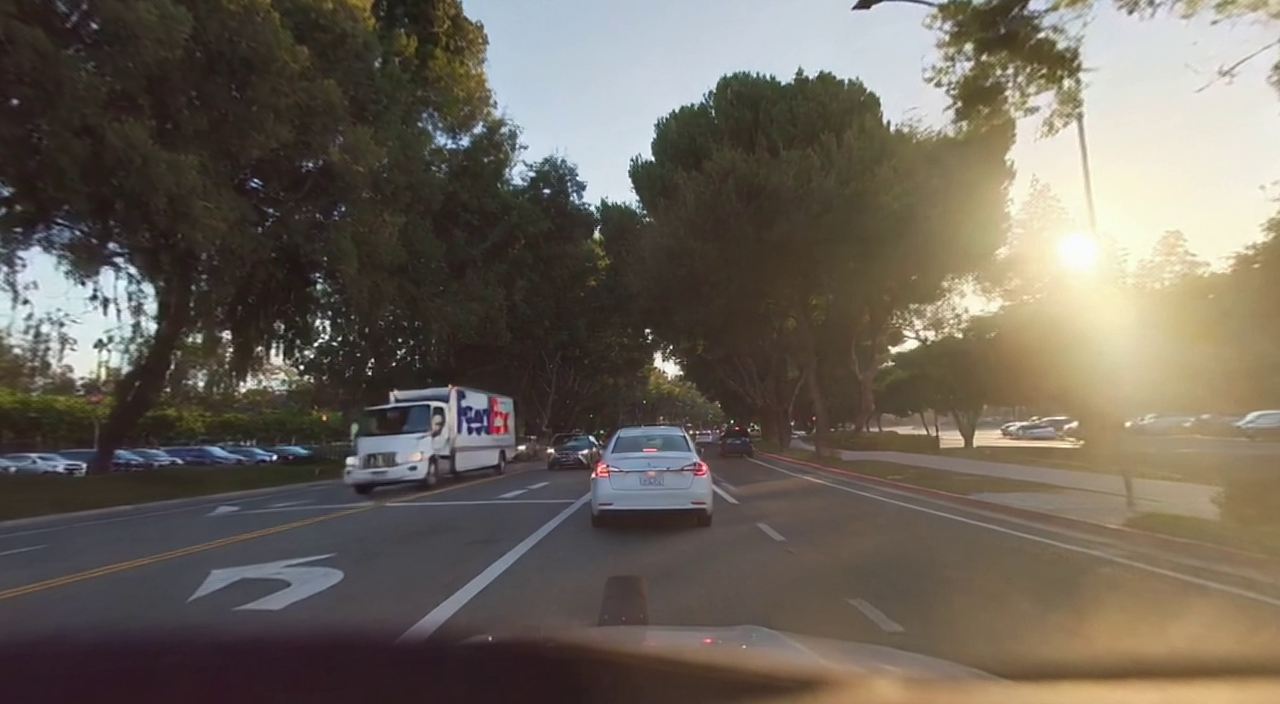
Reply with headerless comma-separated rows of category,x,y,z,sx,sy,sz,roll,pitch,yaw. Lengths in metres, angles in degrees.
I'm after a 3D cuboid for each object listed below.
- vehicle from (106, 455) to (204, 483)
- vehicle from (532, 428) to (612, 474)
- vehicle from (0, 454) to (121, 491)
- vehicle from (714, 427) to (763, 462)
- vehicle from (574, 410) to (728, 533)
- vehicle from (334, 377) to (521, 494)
vehicle,-27.042,6.510,35.195,4.260,1.498,1.769,-2,-8,9
vehicle,-2.755,4.191,26.943,2.057,1.786,4.725,-2,-8,11
vehicle,-28.015,5.754,30.232,4.743,1.671,1.842,-1,-8,4
vehicle,5.402,5.162,35.113,2.155,1.786,4.459,-1,-8,3
vehicle,0.180,1.982,10.996,2.154,1.710,4.128,-1,-8,1
vehicle,-6.995,3.072,22.891,2.961,3.316,9.483,-1,-8,4
